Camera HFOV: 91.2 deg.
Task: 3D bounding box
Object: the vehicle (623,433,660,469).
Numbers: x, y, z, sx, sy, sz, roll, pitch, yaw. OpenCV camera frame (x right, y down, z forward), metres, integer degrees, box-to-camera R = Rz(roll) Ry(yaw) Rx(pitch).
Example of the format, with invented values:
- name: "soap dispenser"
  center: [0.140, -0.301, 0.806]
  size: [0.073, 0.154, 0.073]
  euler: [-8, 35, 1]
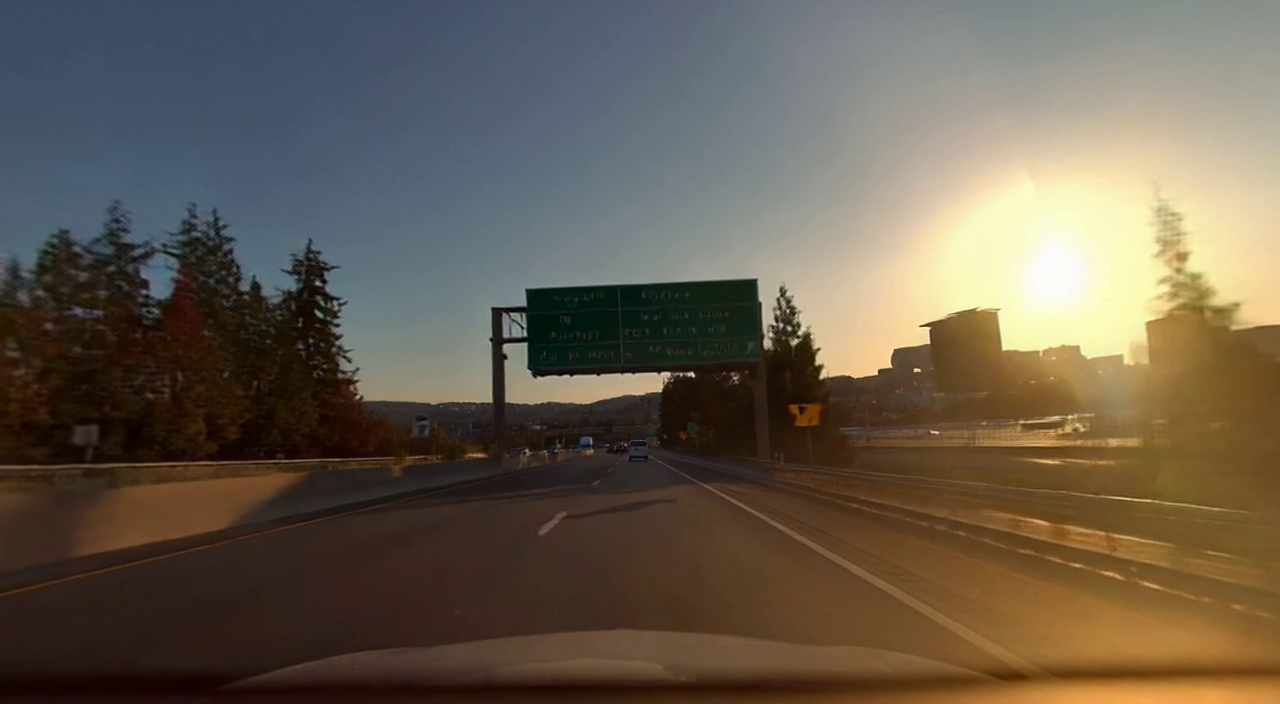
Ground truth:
- name: "vehicle"
  center: [0.138, 6.458, 40.943]
  size: [2.268, 2.122, 4.595]
  euler: [-1, -9, 1]
